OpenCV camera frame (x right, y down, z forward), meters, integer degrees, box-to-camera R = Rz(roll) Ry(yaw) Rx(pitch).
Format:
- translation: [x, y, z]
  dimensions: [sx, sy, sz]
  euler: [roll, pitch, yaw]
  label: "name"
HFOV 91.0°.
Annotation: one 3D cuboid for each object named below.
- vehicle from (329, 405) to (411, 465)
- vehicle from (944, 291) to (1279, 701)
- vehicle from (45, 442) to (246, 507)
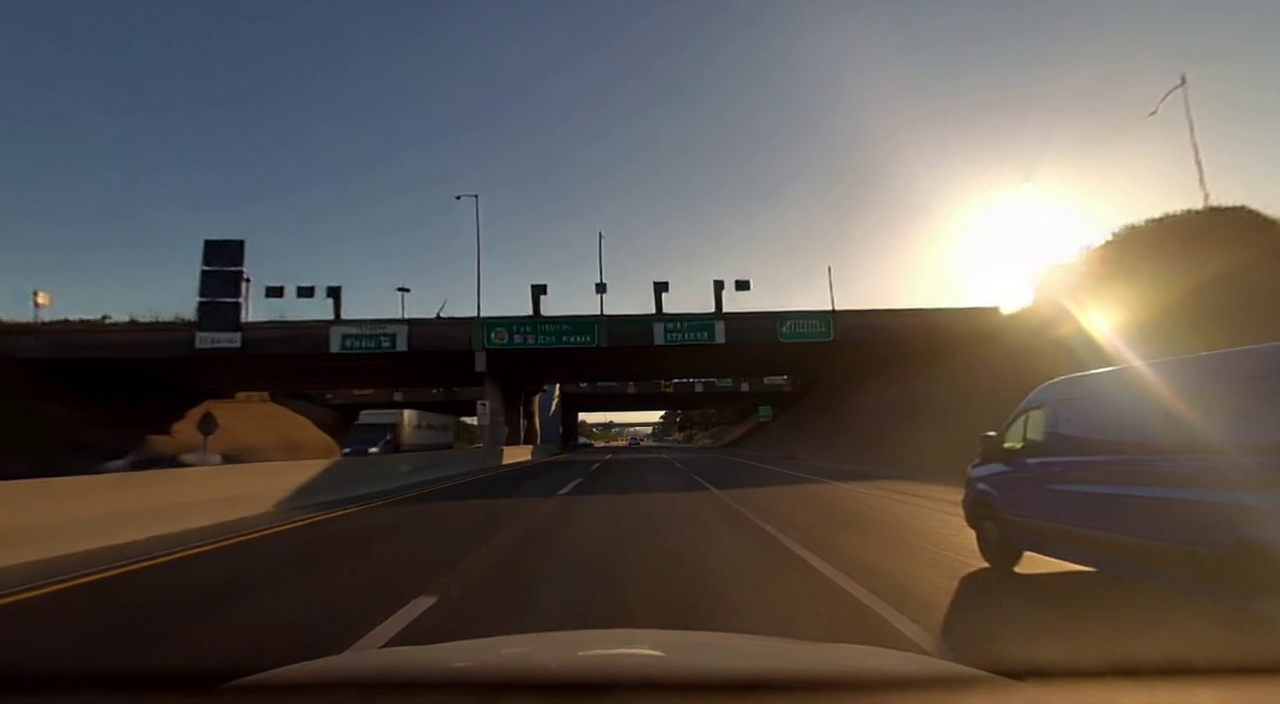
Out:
- translation: [-18.991, 5.893, 44.670]
  dimensions: [3.000, 3.921, 5.758]
  euler: [-1, -8, 2]
  label: "vehicle"
- translation: [4.220, 0.826, 3.983]
  dimensions: [2.161, 2.002, 4.631]
  euler: [0, -8, -1]
  label: "vehicle"
- translation: [-13.361, 3.284, 17.469]
  dimensions: [1.923, 1.526, 4.507]
  euler: [-1, -8, 0]
  label: "vehicle"
